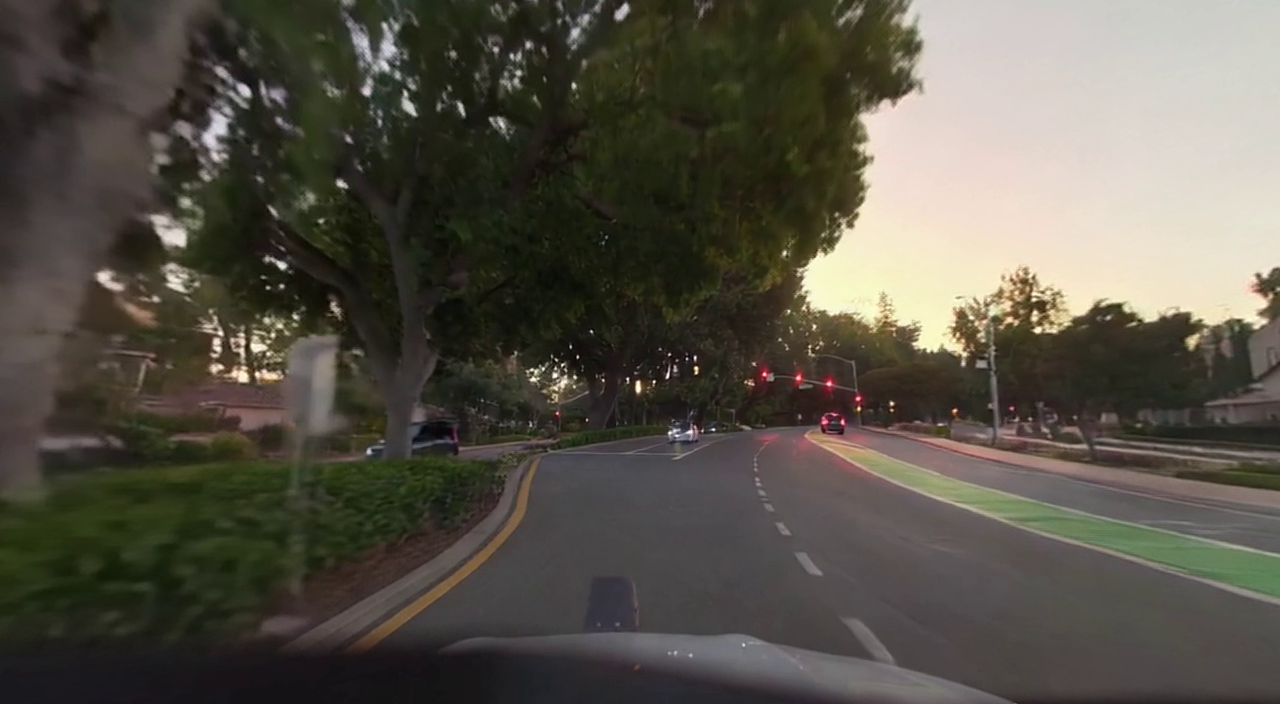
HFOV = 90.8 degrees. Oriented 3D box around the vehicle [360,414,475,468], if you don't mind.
[{"bbox_3d":[-8.341,3.452,24.265,2.182,1.843,4.604,-1,-9,8],"label":"vehicle"}]
